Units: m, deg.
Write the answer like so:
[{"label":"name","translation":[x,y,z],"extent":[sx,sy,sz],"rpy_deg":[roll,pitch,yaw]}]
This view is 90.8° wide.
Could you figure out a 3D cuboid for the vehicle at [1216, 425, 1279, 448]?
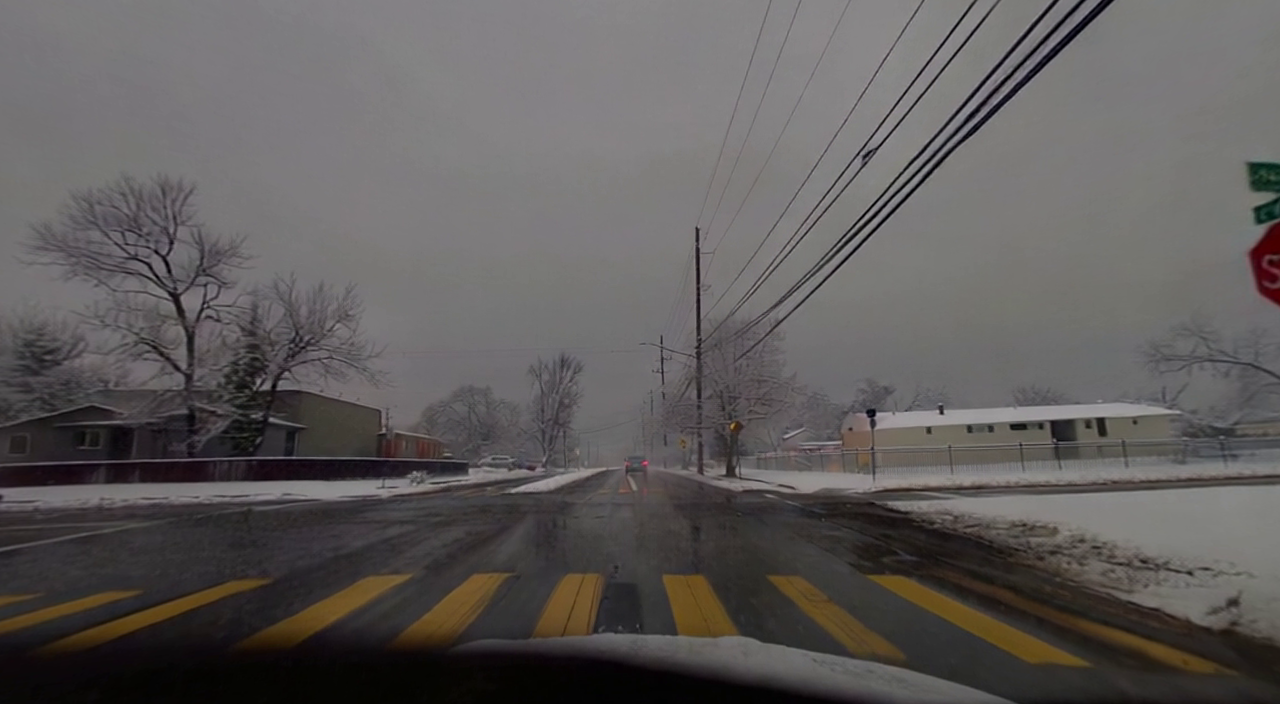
[{"label":"vehicle","translation":[44.609,6.017,45.007],"extent":[2.251,1.596,5.193],"rpy_deg":[0,-8,0]}]
